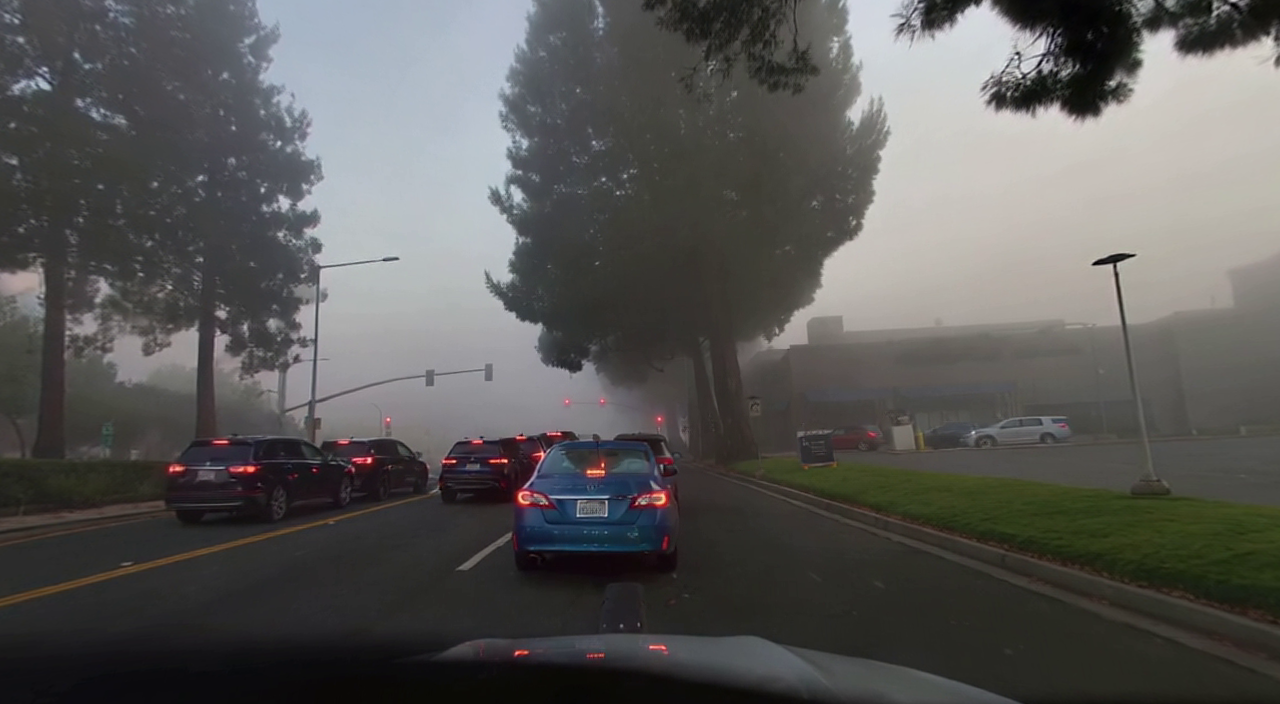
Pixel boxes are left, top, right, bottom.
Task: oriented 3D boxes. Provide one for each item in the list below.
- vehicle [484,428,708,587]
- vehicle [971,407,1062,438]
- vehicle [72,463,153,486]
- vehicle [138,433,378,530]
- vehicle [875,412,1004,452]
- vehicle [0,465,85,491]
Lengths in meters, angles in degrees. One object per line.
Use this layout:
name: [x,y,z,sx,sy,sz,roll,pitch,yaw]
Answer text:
vehicle: [-0.409,1.771,7.998,2.104,1.472,3.946,0,-9,0]
vehicle: [26.989,5.110,45.307,5.333,1.880,2.130,-8,-9,33]
vehicle: [-36.380,8.441,43.638,3.918,1.423,1.861,0,-9,1]
vehicle: [-7.270,2.485,12.705,2.096,1.593,4.288,0,-9,0]
vehicle: [13.928,3.771,29.589,4.975,1.809,1.956,0,-9,1]
vehicle: [-36.628,7.622,38.320,4.093,1.440,1.804,0,-9,-1]
